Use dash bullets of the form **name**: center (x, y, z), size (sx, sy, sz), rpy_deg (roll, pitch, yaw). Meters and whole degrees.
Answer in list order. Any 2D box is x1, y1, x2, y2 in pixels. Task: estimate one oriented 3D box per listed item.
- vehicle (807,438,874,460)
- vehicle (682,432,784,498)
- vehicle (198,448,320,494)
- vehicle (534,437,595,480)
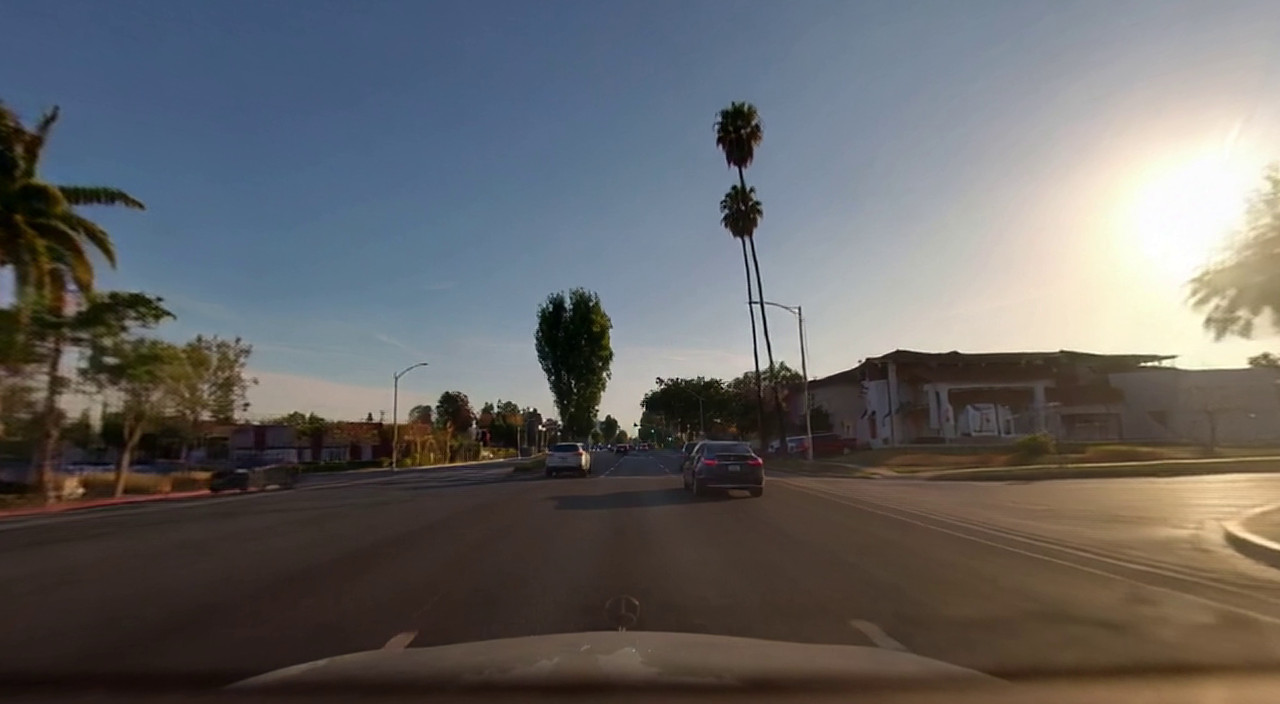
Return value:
- **vehicle**: center (15.269, 7.422, 48.087), size (4.489, 1.557, 1.792), rpy_deg (-2, -9, 2)
- **vehicle**: center (2.540, 3.232, 18.372), size (2.084, 1.682, 4.148), rpy_deg (1, -8, -4)
- **vehicle**: center (-18.061, 5.620, 30.290), size (2.221, 1.921, 5.743), rpy_deg (0, -8, 0)
- **vehicle**: center (-3.239, 4.695, 27.962), size (2.084, 1.735, 4.528), rpy_deg (0, -8, 1)
